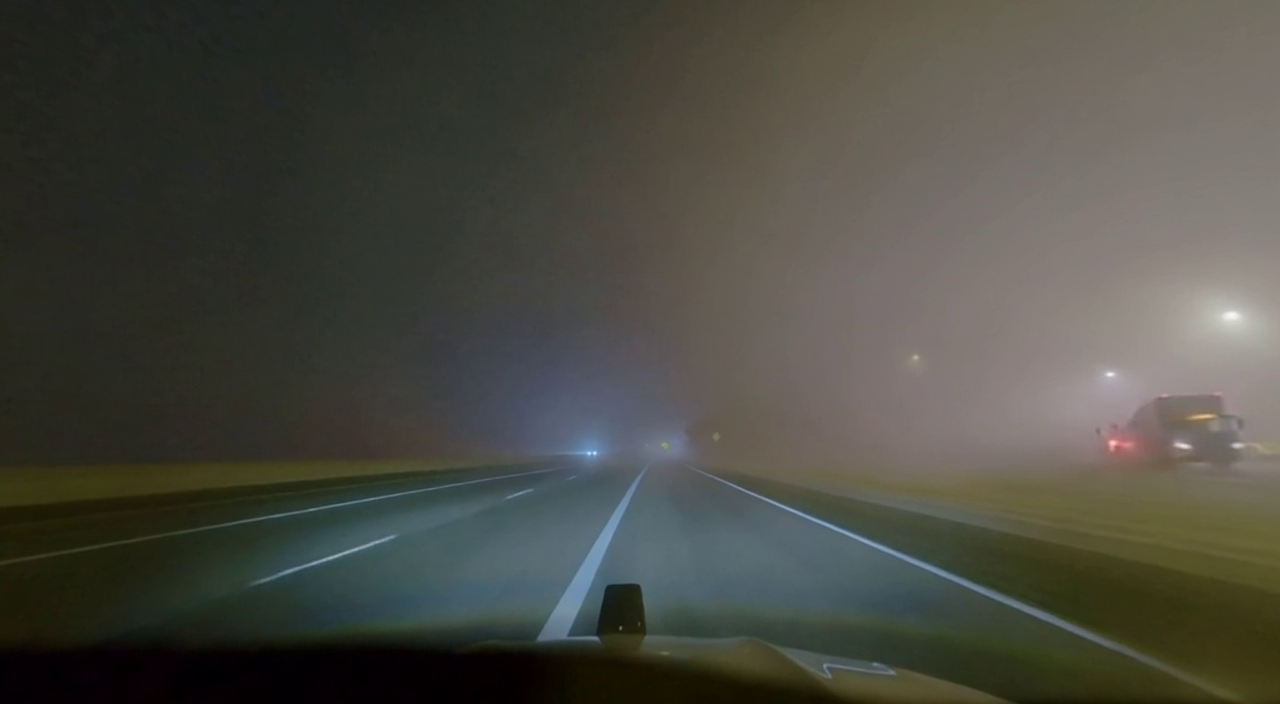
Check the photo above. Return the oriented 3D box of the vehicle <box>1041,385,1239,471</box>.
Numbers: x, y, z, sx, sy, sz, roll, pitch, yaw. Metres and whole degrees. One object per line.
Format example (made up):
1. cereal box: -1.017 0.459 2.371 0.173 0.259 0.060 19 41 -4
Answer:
1. vehicle: 28.607 4.798 37.563 3.063 4.060 14.922 -2 -9 14
